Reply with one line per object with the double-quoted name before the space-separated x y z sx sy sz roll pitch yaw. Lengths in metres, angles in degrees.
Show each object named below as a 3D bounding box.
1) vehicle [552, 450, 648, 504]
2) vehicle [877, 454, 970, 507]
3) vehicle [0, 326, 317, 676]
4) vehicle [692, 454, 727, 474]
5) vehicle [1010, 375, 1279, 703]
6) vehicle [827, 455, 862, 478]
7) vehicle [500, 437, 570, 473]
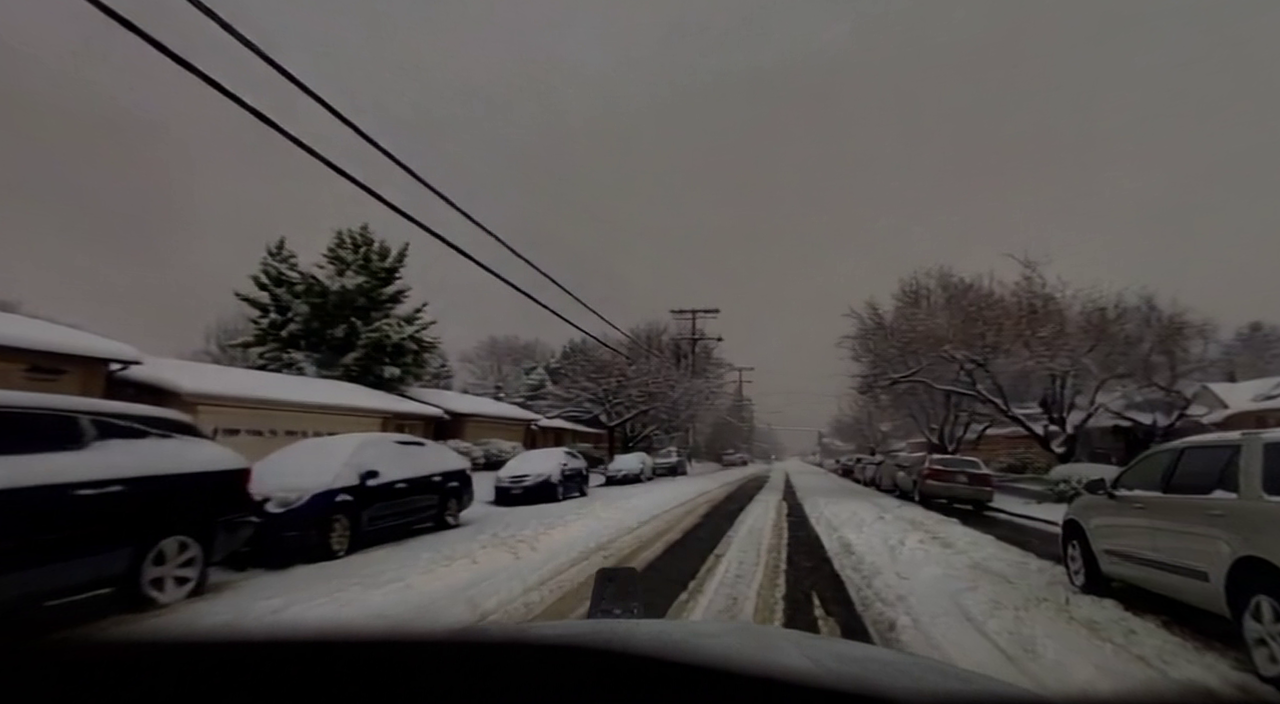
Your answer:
"vehicle" -1.137 3.953 20.585 1.897 1.523 4.626 -2 -9 13
"vehicle" 9.582 4.308 21.746 1.870 1.536 4.568 -1 -9 11
"vehicle" -4.886 0.829 3.397 2.385 1.967 5.971 -2 -7 10
"vehicle" 5.502 8.793 49.841 1.960 1.460 4.425 -2 -10 16
"vehicle" 5.247 1.340 5.165 2.226 1.928 5.339 -2 -9 13
"vehicle" 15.820 8.861 49.124 2.310 1.527 4.705 0 -8 14
"vehicle" -5.856 5.845 36.057 2.232 1.836 5.443 -1 -9 10
